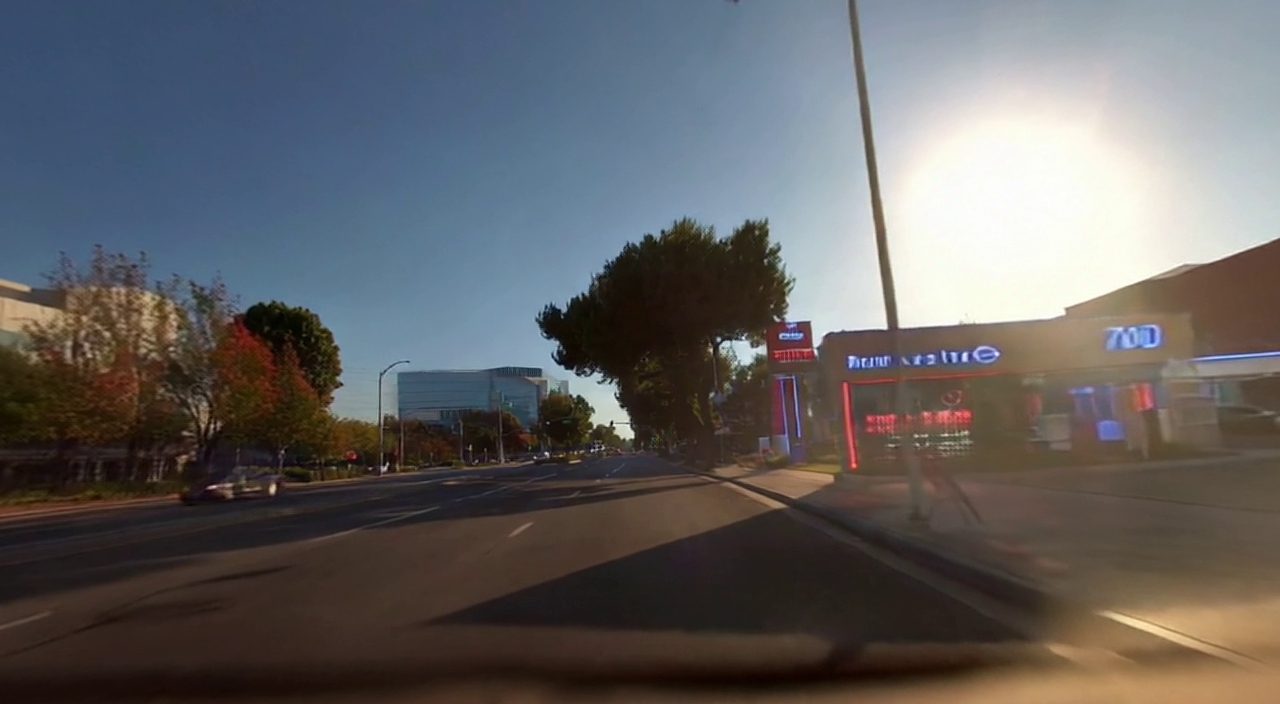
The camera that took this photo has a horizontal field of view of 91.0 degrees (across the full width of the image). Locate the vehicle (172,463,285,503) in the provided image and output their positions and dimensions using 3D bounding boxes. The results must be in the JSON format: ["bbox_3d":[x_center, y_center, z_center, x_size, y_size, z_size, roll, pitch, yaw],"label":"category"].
[{"bbox_3d":[-17.788,5.661,27.500,1.834,1.469,4.496,0,-8,0],"label":"vehicle"}]
